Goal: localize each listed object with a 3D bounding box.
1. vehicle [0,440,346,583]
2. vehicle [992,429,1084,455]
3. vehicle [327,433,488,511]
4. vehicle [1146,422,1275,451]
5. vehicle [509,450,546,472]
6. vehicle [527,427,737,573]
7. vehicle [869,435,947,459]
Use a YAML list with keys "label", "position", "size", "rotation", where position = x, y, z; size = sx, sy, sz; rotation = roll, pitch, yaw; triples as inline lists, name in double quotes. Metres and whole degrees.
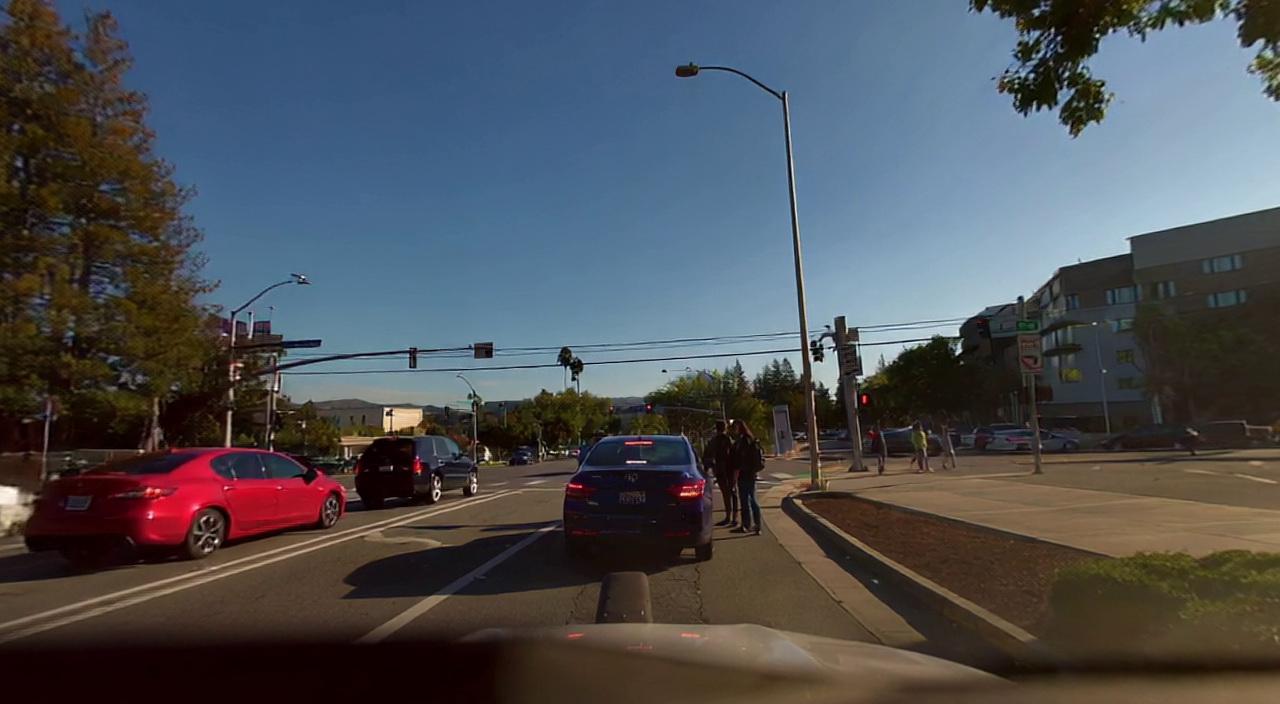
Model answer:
- label: "vehicle"
  position: [-6.324, 2.062, 9.034]
  size: [1.948, 1.530, 4.283]
  rotation: [0, -9, 3]
- label: "vehicle"
  position: [23.824, 5.436, 37.743]
  size: [4.454, 1.440, 1.816]
  rotation: [-5, -10, 30]
- label: "vehicle"
  position: [-6.145, 3.219, 17.468]
  size: [2.230, 1.811, 5.183]
  rotation: [-1, -9, 3]
- label: "vehicle"
  position: [30.527, 4.599, 33.797]
  size: [4.739, 1.472, 1.804]
  rotation: [-5, -10, 30]
- label: "vehicle"
  position: [-8.248, 8.012, 46.391]
  size: [1.823, 1.543, 3.944]
  rotation: [0, -9, 2]
- label: "vehicle"
  position: [-0.052, 1.860, 8.680]
  size: [2.182, 1.501, 4.150]
  rotation: [0, -9, 1]
- label: "vehicle"
  position: [17.536, 6.215, 41.138]
  size: [4.441, 1.452, 1.798]
  rotation: [-5, -10, 30]
